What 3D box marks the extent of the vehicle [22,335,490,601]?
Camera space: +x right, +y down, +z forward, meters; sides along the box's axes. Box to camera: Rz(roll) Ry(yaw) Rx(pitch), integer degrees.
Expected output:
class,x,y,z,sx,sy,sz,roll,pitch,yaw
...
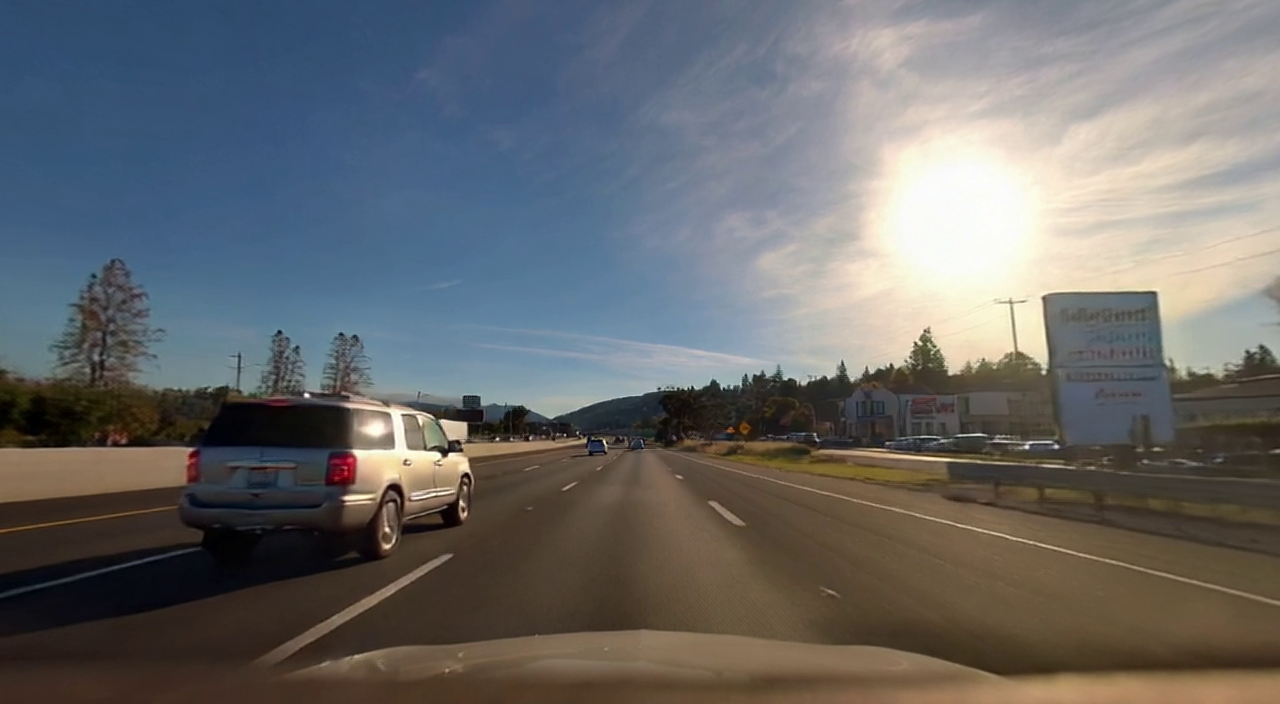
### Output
class,x,y,z,sx,sy,sz,roll,pitch,yaw
vehicle,-3.872,1.367,8.194,2.352,2.209,5.802,0,-8,1
